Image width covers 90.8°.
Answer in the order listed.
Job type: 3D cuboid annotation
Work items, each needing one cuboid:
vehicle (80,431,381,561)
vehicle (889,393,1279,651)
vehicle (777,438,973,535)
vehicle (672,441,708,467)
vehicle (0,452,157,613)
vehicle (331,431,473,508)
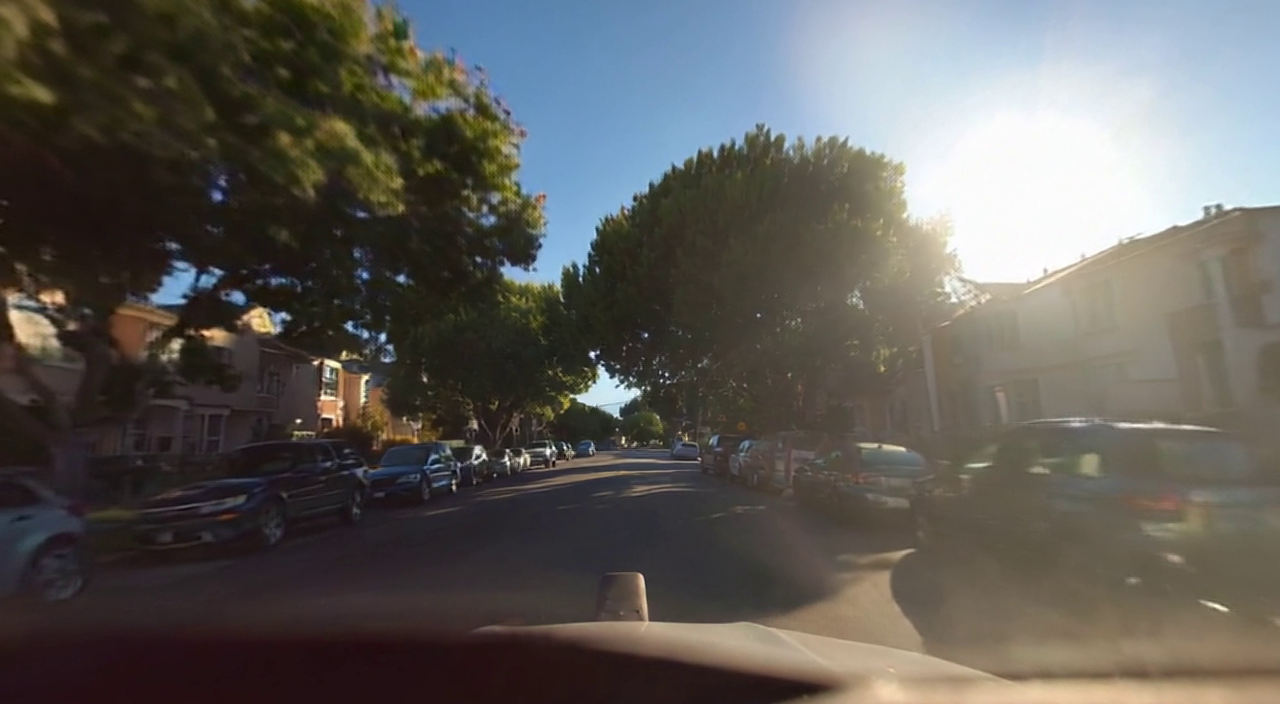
[{"bbox_3d":[-7.084,2.504,11.970,2.162,1.846,5.426,0,-8,-1],"label":"vehicle"},{"bbox_3d":[4.505,1.483,6.581,1.918,1.740,4.415,0,-9,-1],"label":"vehicle"},{"bbox_3d":[4.202,2.465,12.282,1.877,1.486,4.713,0,-9,-2],"label":"vehicle"},{"bbox_3d":[3.692,7.602,47.302,2.101,1.771,4.747,0,-9,-2],"label":"vehicle"},{"bbox_3d":[-6.870,1.672,5.480,1.828,1.468,4.738,-2,-8,-3],"label":"vehicle"},{"bbox_3d":[-7.144,3.580,19.886,2.195,2.023,6.055,0,-8,-1],"label":"vehicle"}]
